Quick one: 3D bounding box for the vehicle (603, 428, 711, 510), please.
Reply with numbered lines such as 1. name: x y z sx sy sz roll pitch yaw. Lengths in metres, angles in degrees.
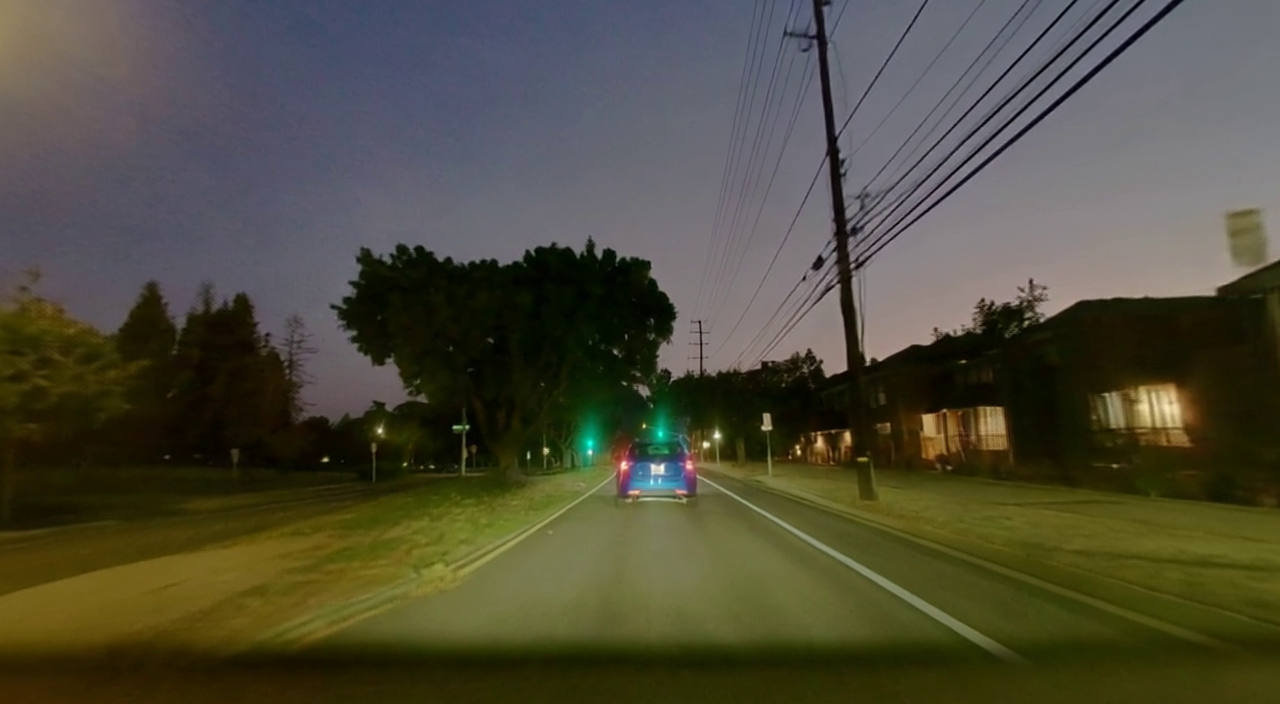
1. vehicle: 0.361 2.709 15.073 2.200 1.653 4.127 0 -8 0
